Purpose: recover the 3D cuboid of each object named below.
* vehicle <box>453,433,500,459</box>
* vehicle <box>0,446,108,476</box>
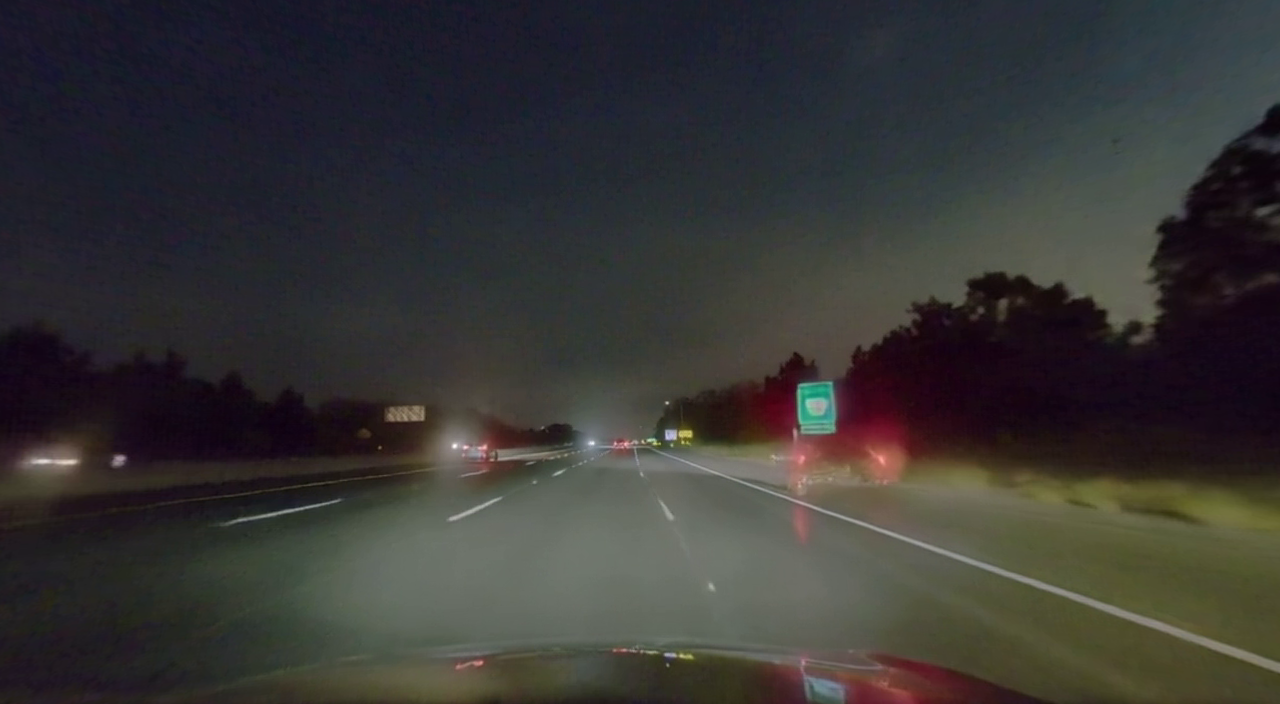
[{"bbox_3d":[-12.479,7.219,48.466,2.270,1.936,5.190,0,-8,-1],"label":"vehicle"},{"bbox_3d":[-30.887,5.681,33.287,1.823,1.460,4.460,0,-8,-1],"label":"vehicle"}]
